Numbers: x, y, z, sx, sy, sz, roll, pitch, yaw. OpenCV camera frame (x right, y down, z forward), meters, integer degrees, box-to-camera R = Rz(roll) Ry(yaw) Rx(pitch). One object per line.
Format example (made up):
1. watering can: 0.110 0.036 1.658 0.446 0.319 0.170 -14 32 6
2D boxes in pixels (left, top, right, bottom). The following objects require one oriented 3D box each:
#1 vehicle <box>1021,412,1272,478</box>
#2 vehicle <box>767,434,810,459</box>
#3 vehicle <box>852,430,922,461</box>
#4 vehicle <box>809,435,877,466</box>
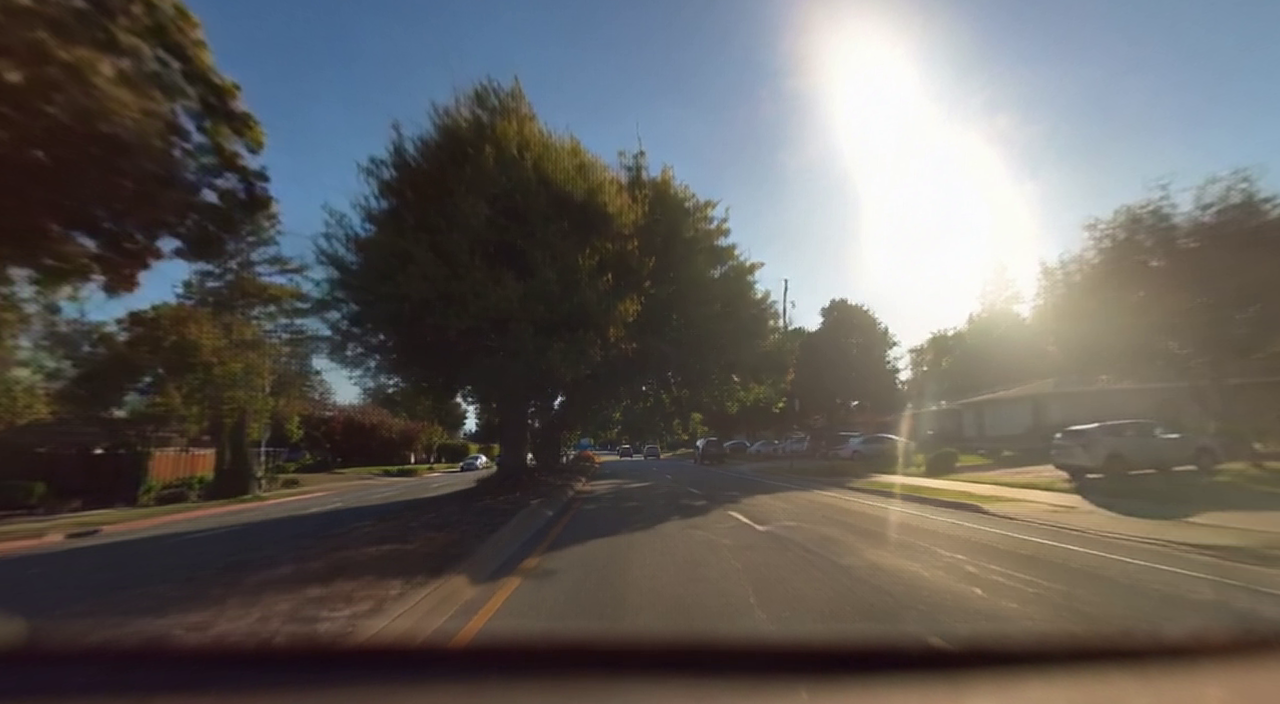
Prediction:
1. vehicle: 12.841 2.391 16.269 4.767 1.557 1.994 0 -8 -2
2. vehicle: 10.817 6.916 46.327 2.044 1.716 4.637 0 -8 1
3. vehicle: 12.812 4.905 33.072 1.889 1.499 4.218 0 -8 -1
4. vehicle: 10.321 5.034 32.501 1.847 1.455 4.650 0 -8 -1
